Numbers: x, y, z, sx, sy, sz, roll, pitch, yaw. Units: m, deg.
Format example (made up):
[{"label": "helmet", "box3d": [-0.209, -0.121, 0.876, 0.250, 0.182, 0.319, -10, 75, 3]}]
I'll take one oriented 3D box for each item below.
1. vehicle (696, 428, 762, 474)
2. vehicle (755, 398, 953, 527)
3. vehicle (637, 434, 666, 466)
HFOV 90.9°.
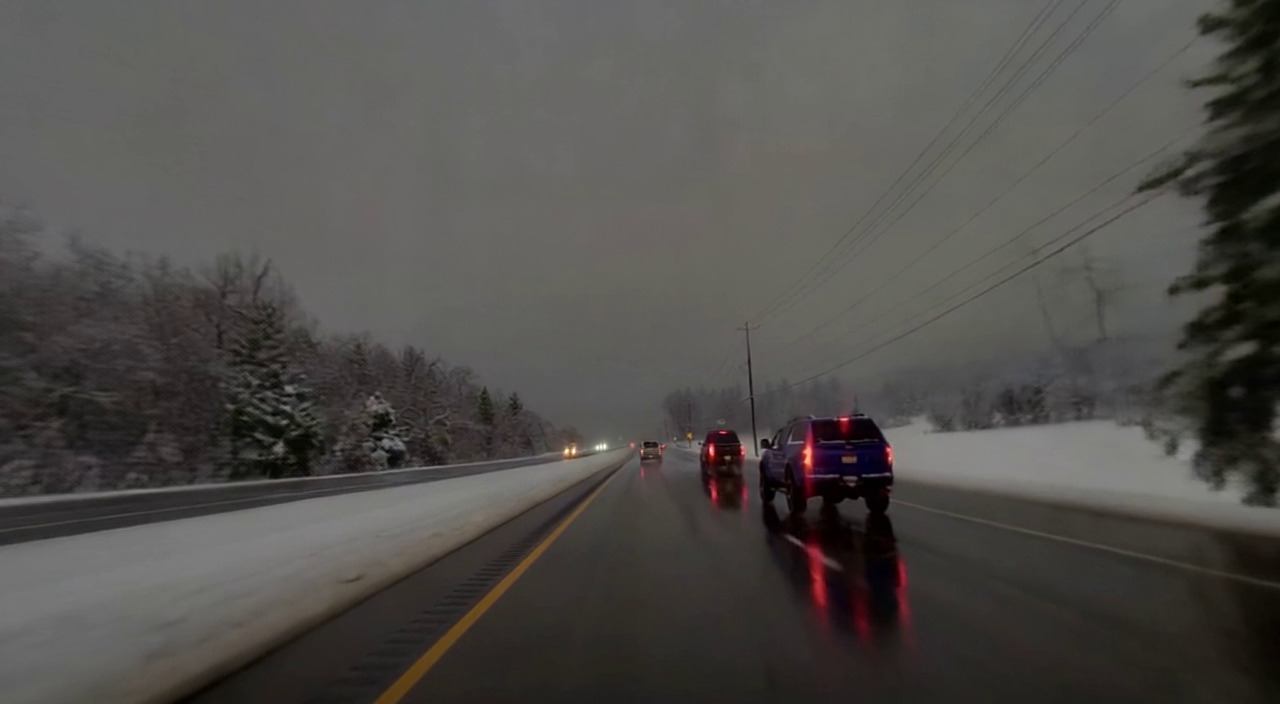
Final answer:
[{"label": "vehicle", "box3d": [4.532, 5.194, 33.181, 2.594, 2.155, 5.670, -1, -8, 0]}, {"label": "vehicle", "box3d": [3.973, 2.184, 12.926, 2.145, 2.069, 5.057, 0, -8, -1]}, {"label": "vehicle", "box3d": [0.801, 7.453, 48.220, 2.099, 2.260, 4.899, -1, -8, 0]}]
